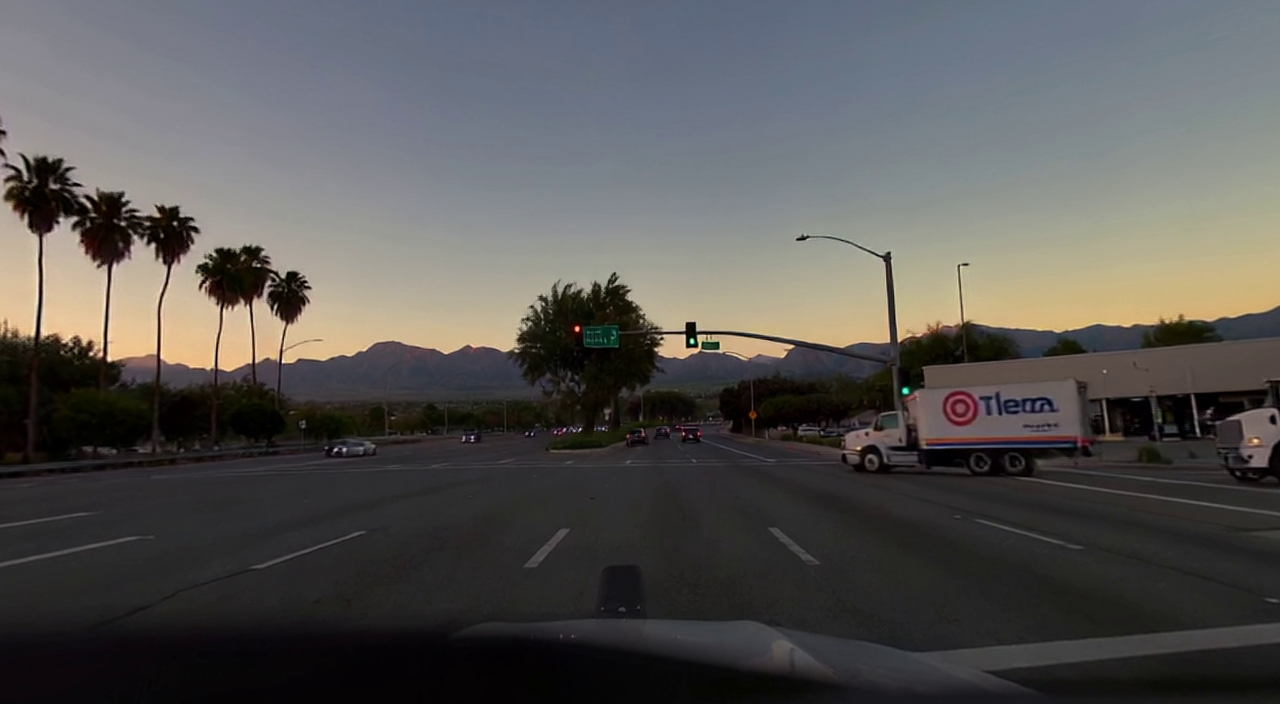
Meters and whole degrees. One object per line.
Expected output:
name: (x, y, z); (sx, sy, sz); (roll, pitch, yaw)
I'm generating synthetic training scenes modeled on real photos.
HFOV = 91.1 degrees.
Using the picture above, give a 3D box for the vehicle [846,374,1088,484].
vehicle: (11.551, 2.849, 22.728); (7.088, 3.414, 3.237); (-5, -10, 30)
